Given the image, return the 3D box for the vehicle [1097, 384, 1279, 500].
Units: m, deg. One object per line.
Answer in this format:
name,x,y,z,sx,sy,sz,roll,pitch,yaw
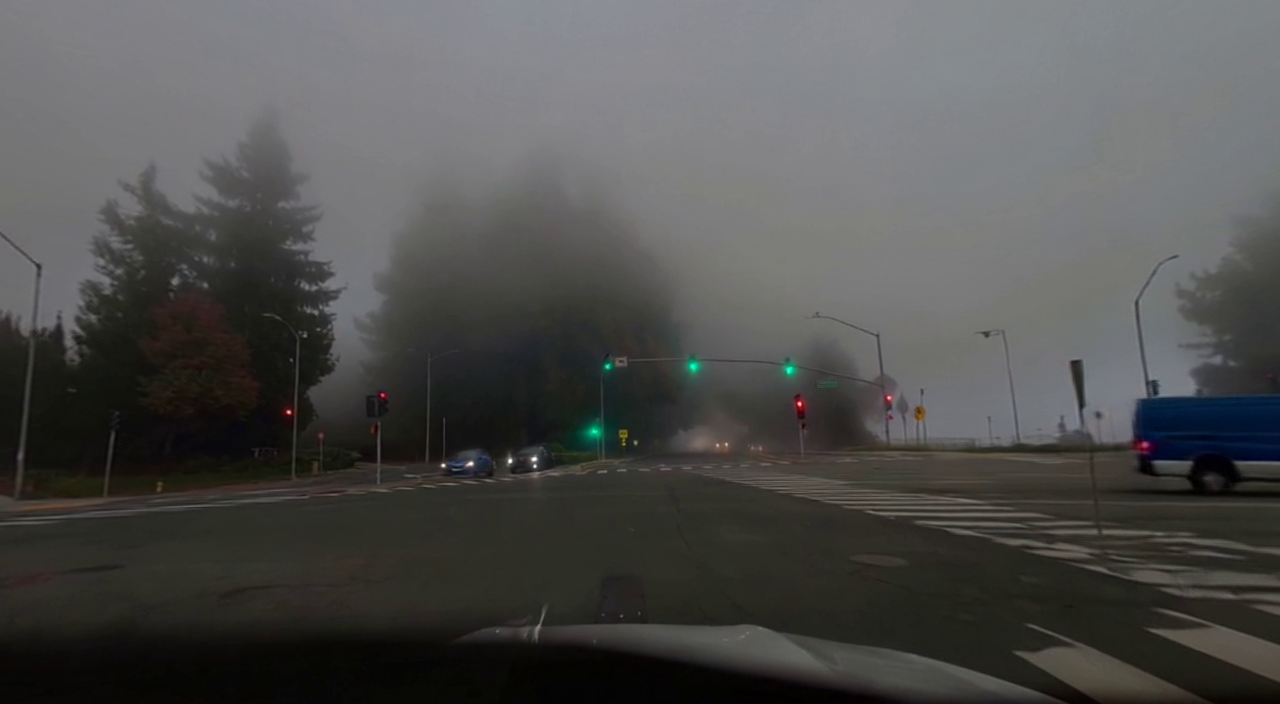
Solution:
vehicle,14.289,2.022,14.256,5.791,2.404,2.465,-3,-9,18
